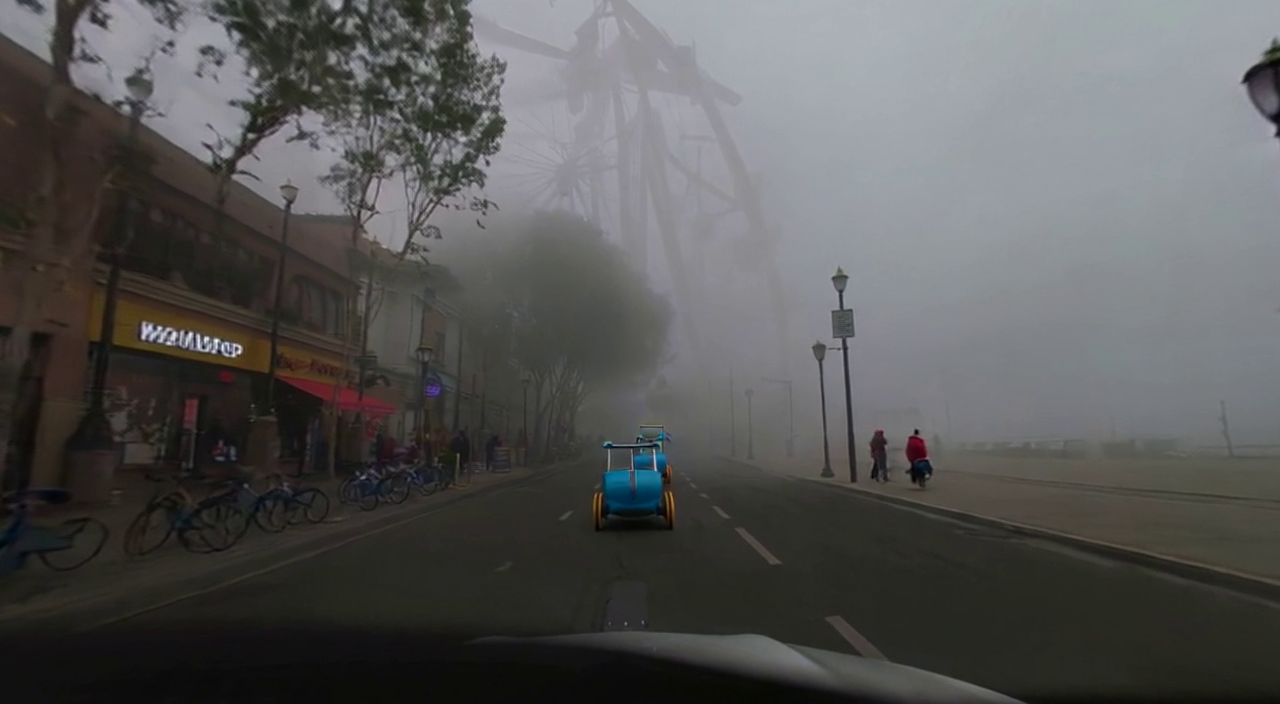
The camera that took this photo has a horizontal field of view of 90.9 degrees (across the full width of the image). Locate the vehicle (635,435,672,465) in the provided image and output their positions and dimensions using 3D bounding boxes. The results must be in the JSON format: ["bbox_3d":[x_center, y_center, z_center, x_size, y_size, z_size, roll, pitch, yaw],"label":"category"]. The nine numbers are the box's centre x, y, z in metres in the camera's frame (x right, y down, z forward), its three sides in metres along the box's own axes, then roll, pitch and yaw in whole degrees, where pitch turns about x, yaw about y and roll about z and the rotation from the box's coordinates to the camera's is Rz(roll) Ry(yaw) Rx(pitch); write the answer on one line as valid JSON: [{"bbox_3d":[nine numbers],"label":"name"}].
[{"bbox_3d":[0.881,6.202,40.000,2.221,1.773,4.228,-1,-9,1],"label":"vehicle"}]

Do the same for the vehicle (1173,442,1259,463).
[{"bbox_3d":[41.706,7.312,45.696,4.120,1.445,1.893,-2,-9,10],"label":"vehicle"}]
